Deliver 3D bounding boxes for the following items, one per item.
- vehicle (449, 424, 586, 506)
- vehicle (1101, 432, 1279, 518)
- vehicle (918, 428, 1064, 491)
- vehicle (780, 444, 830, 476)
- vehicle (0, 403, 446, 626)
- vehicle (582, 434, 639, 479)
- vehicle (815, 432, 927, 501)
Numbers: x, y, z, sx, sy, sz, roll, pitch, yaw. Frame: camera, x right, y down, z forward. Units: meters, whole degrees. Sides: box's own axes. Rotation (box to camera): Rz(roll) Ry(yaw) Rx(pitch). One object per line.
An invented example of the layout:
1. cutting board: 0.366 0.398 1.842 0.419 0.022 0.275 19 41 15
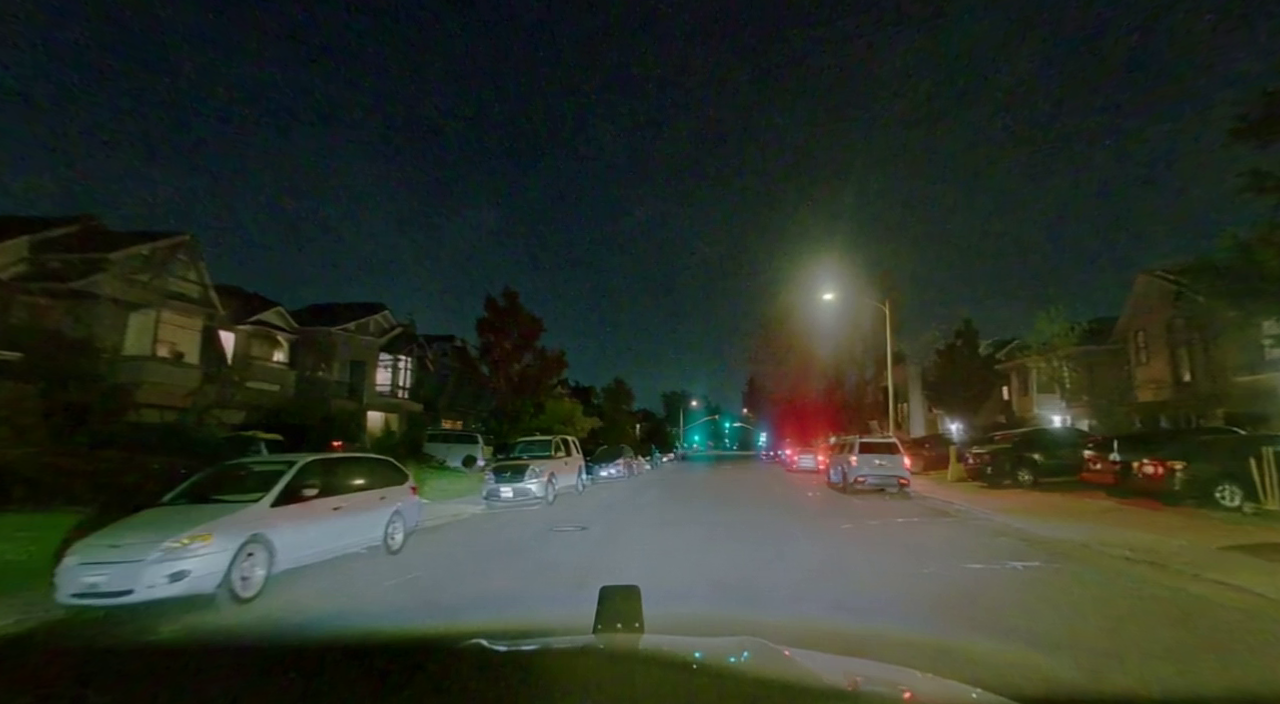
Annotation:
1. vehicle: -3.181 3.214 17.921 2.319 1.902 5.526 -2 -10 5
2. vehicle: 12.176 2.340 12.331 4.611 1.510 1.962 -2 -8 8
3. vehicle: 11.376 3.588 21.003 2.285 1.833 4.853 -1 -10 4
4. vehicle: 8.843 5.789 34.252 1.850 1.516 5.066 -1 -8 6
5. vehicle: -4.404 1.788 7.680 2.035 1.719 4.749 -6 -11 7
6. vehicle: -1.257 4.830 28.956 2.007 1.861 4.101 0 -11 6
7. vehicle: 7.275 3.646 20.632 2.201 1.896 5.632 -1 -8 8
